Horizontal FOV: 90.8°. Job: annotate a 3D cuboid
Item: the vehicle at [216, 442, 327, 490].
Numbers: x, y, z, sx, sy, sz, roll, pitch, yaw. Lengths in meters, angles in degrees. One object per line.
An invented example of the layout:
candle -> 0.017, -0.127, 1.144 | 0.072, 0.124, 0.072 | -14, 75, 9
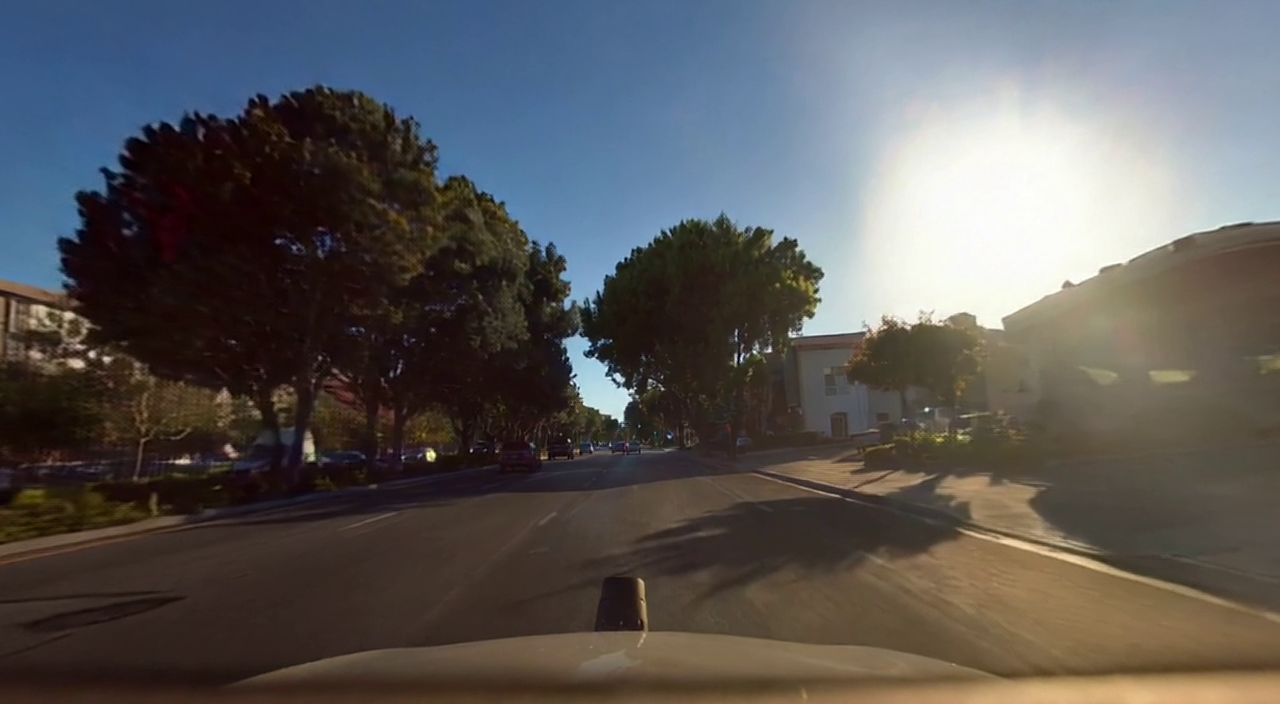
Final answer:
vehicle -> -14.763, 4.561, 25.627 | 1.947, 1.784, 4.175 | 0, -9, 0

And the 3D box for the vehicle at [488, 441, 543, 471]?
vehicle -> -6.449, 5.439, 33.311 | 1.970, 1.456, 4.441 | 0, -9, 0
